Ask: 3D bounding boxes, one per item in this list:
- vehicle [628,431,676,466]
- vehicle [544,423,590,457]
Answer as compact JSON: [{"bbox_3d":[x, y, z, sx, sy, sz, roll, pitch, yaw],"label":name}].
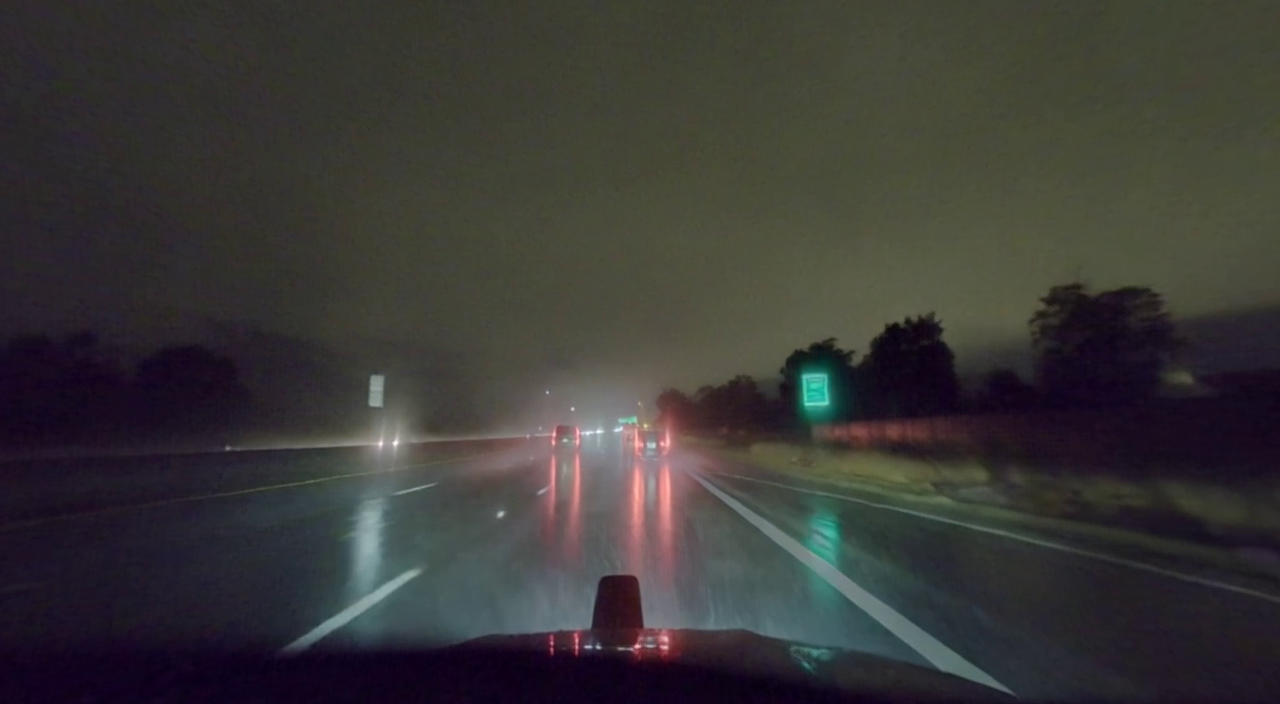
[{"bbox_3d":[0.466,4.385,28.877,1.948,1.470,3.913,0,-8,-3],"label":"vehicle"},{"bbox_3d":[-4.334,5.322,38.071,2.251,1.938,4.708,0,-8,0],"label":"vehicle"}]
